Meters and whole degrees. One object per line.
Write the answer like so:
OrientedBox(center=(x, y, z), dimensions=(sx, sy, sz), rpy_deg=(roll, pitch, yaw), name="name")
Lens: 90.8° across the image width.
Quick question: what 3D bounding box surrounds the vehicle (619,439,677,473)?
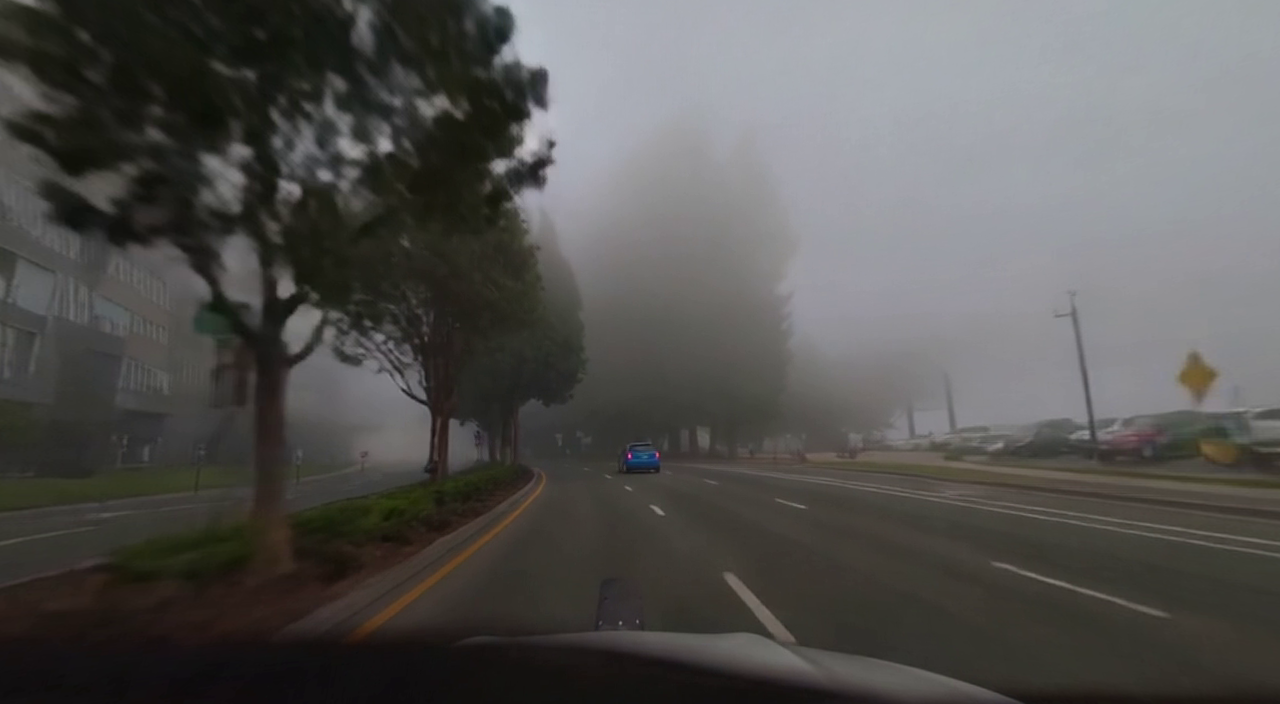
OrientedBox(center=(0.339, 5.318, 32.533), dimensions=(2.165, 1.633, 4.381), rpy_deg=(1, -9, -10), name="vehicle")
